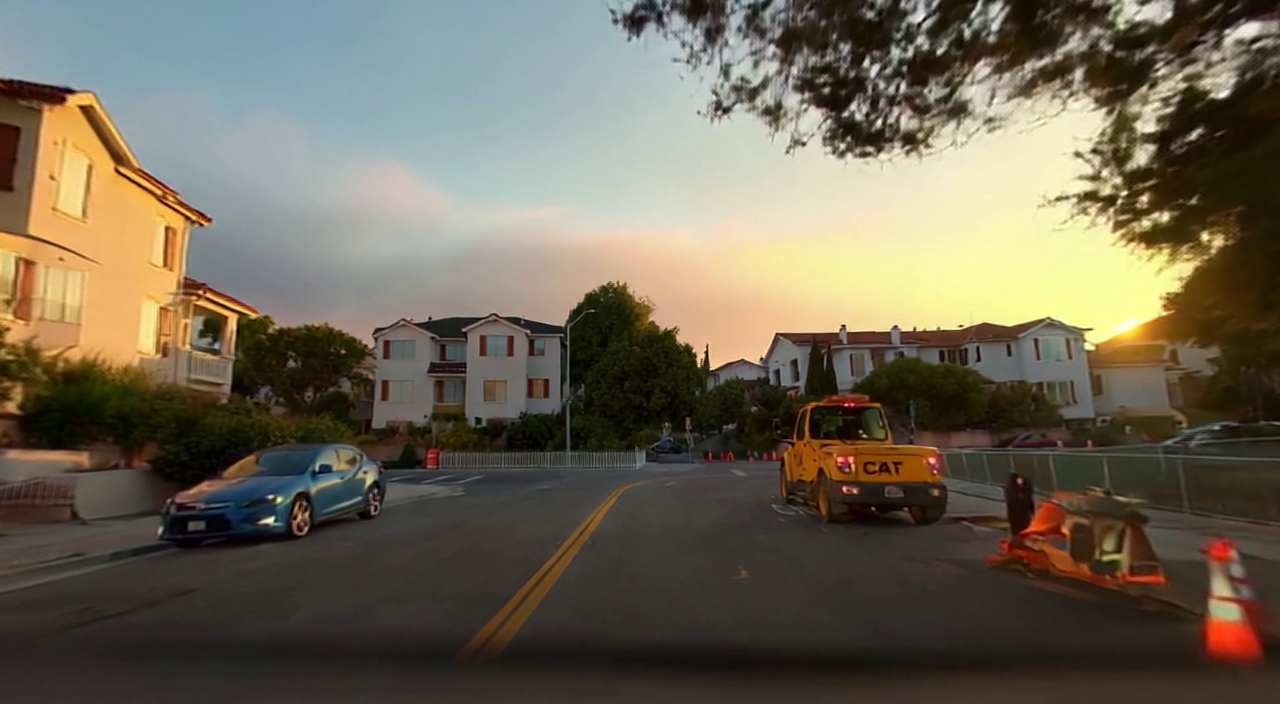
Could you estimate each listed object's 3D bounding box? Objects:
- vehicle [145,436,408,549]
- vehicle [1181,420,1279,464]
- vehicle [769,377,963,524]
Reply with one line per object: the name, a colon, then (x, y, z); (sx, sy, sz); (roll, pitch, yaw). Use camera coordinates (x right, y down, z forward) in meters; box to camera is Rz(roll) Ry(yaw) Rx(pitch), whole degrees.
vehicle: (-6.621, 2.537, 12.367); (2.220, 1.765, 4.799); (0, -8, 1)
vehicle: (24.443, 3.486, 24.671); (4.540, 1.558, 1.980); (-2, -8, 1)
vehicle: (4.444, 2.024, 13.172); (2.501, 2.613, 3.505); (0, -9, -3)
